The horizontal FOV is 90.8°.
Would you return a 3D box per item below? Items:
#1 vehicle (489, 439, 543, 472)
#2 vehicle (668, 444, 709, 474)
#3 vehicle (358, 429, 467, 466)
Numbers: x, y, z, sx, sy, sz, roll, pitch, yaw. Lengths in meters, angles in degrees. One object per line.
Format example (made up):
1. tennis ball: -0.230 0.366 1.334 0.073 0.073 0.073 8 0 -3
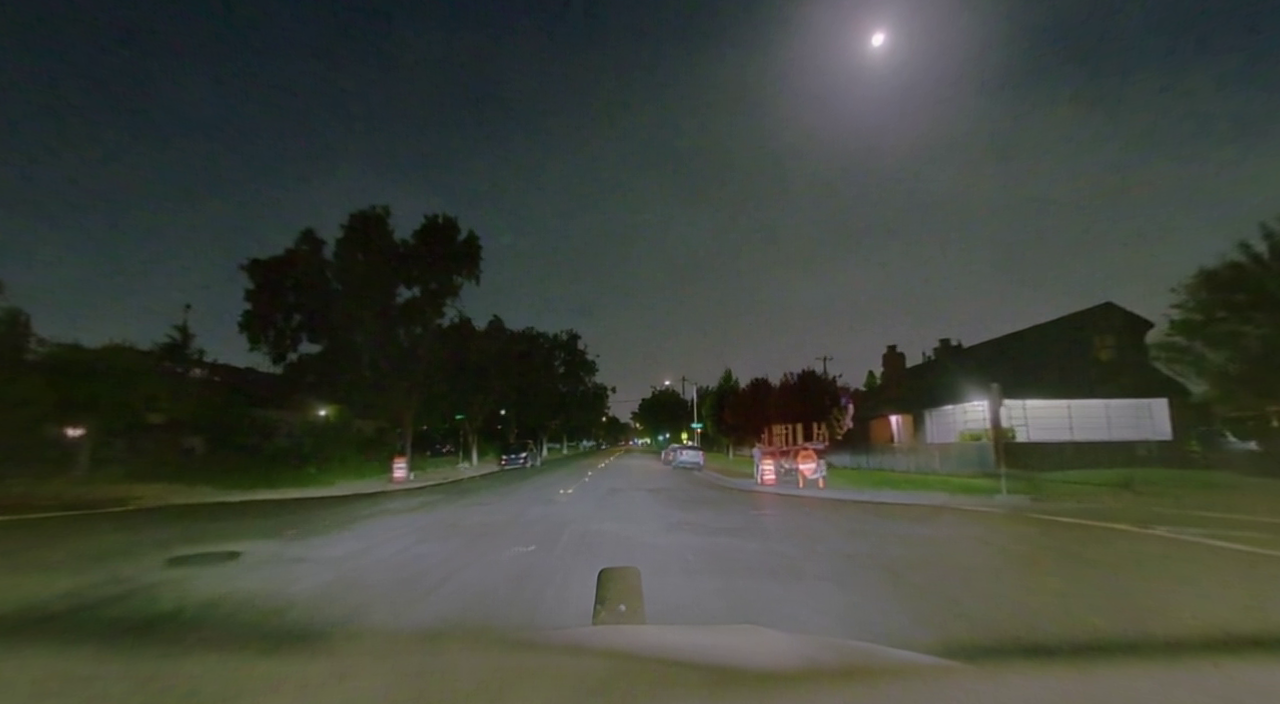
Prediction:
1. vehicle: -7.580 6.370 39.074 2.266 1.877 5.167 0 -9 0
2. vehicle: 2.749 6.135 36.617 1.896 1.602 4.571 0 -8 -1
3. vehicle: -15.689 6.613 43.881 6.526 2.046 2.522 4 -8 -2
